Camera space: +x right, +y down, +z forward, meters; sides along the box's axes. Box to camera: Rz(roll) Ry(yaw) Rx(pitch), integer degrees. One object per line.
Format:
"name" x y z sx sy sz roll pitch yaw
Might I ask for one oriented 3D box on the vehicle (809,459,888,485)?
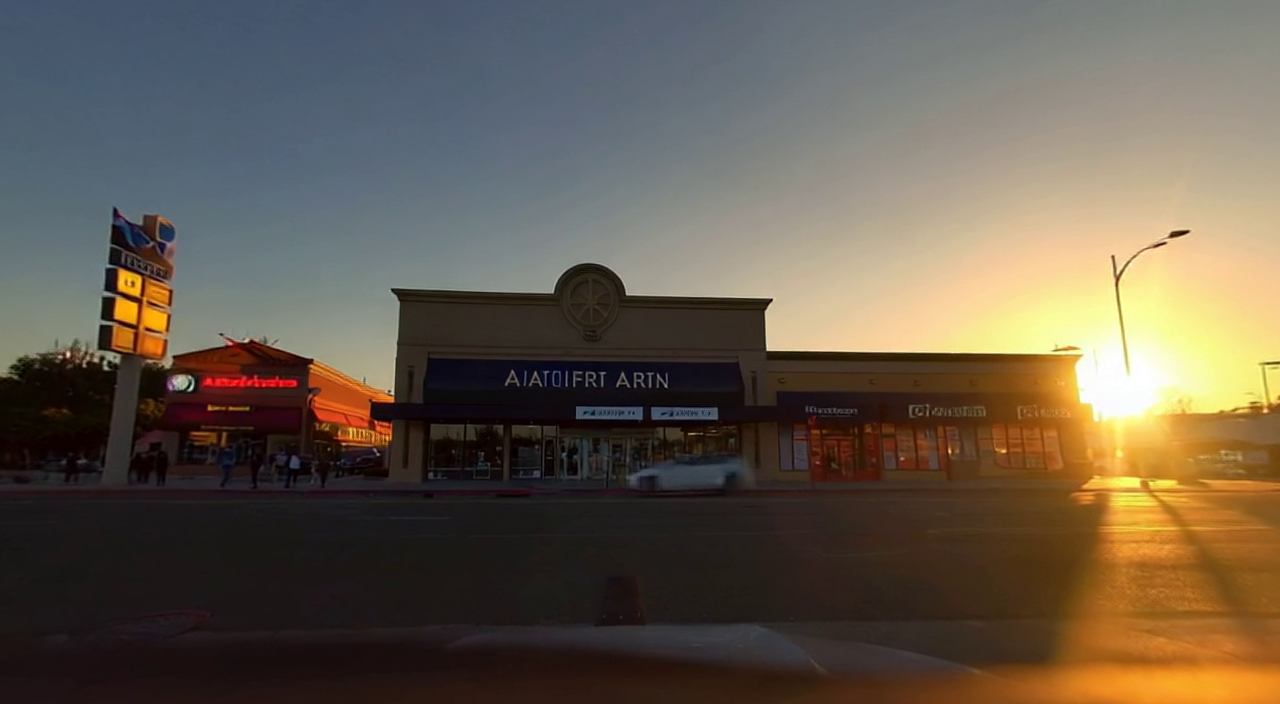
"vehicle" 12.962 7.471 39.565 1.791 1.453 4.593 5 -10 -29

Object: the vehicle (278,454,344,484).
"vehicle" -20.036 7.058 38.402 4.596 1.680 1.936 -8 -12 41

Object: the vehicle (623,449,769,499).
"vehicle" 1.887 4.295 22.448 4.889 1.659 2.059 1 -9 -4

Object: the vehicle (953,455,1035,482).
"vehicle" 25.708 8.450 45.927 4.838 1.799 1.914 -7 -11 39
